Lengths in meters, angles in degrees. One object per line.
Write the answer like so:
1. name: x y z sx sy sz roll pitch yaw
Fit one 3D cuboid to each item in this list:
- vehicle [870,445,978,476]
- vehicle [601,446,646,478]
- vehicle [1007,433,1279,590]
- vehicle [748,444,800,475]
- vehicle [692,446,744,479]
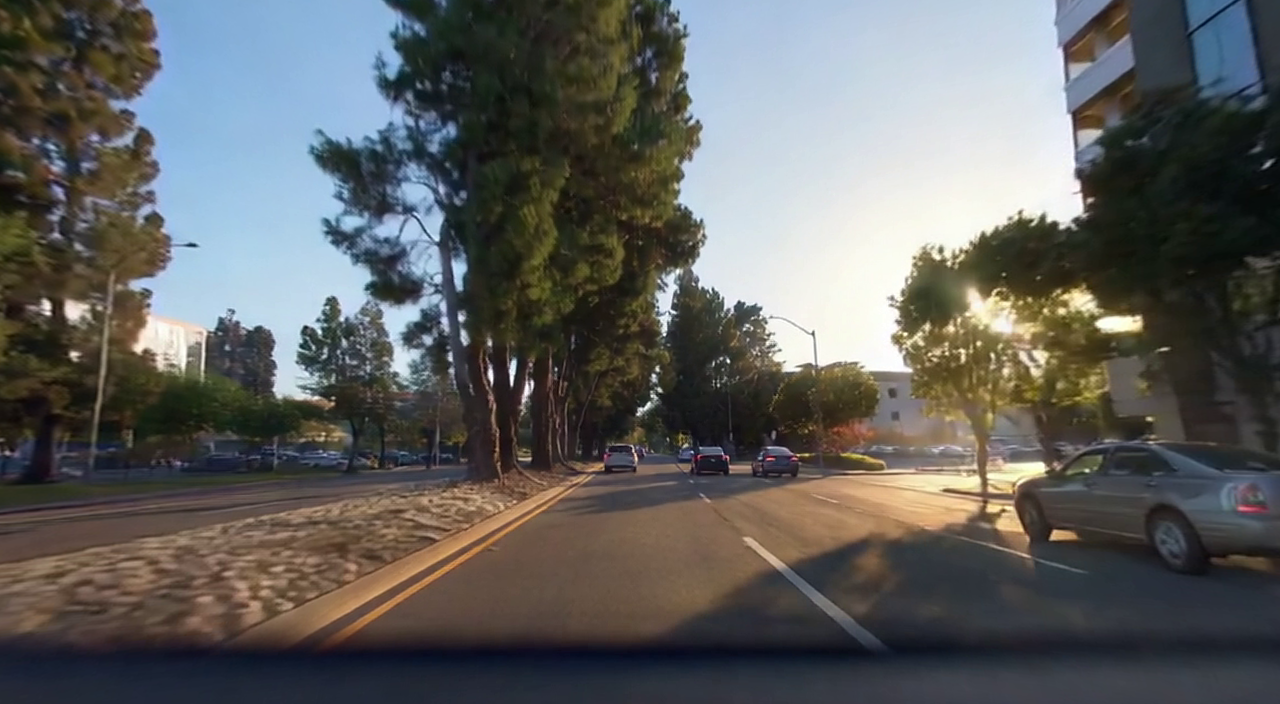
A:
1. vehicle: 14.252 5.456 31.957 4.541 1.487 1.886 -1 -9 4
2. vehicle: -0.777 5.371 31.216 2.077 1.477 3.897 0 -8 0
3. vehicle: 7.119 1.849 8.160 1.888 1.508 4.646 0 -8 -1
4. vehicle: 7.637 6.141 36.367 1.945 1.687 4.292 0 -8 -1
5. vehicle: 3.698 5.320 30.736 2.020 1.472 3.958 0 -8 0
